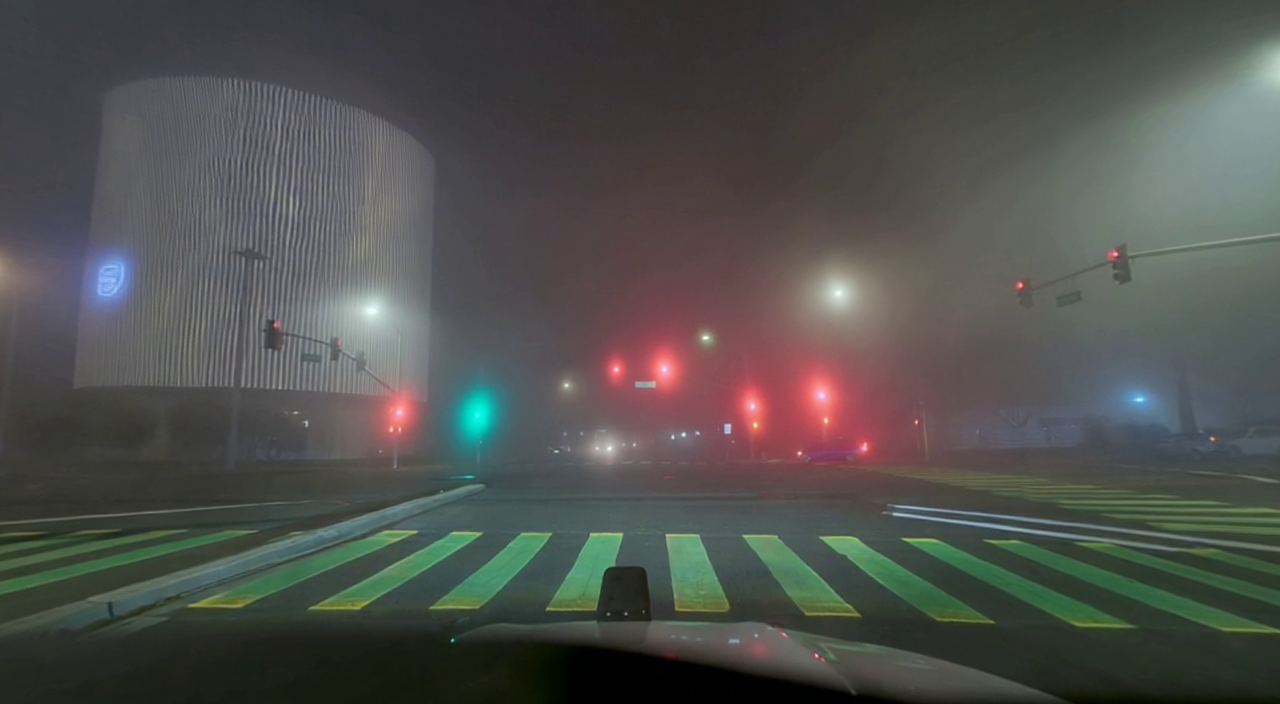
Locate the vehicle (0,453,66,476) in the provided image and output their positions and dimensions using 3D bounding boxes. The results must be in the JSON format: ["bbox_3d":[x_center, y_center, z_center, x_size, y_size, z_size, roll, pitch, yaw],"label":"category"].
[{"bbox_3d":[-41.685,7.614,42.720,3.698,1.467,1.779,0,-8,1],"label":"vehicle"}]

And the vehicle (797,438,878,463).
[{"bbox_3d":[12.270,6.147,39.432,4.529,1.457,1.981,-1,-9,9],"label":"vehicle"}]

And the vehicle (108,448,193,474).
[{"bbox_3d":[-33.115,7.389,42.722,4.136,1.661,1.857,0,-8,1],"label":"vehicle"}]

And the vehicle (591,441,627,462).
[{"bbox_3d":[-2.265,7.493,47.585,2.280,1.454,4.836,0,-8,2],"label":"vehicle"}]

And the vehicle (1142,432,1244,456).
[{"bbox_3d":[36.122,6.026,41.227,4.767,1.456,1.858,0,-8,2],"label":"vehicle"}]
